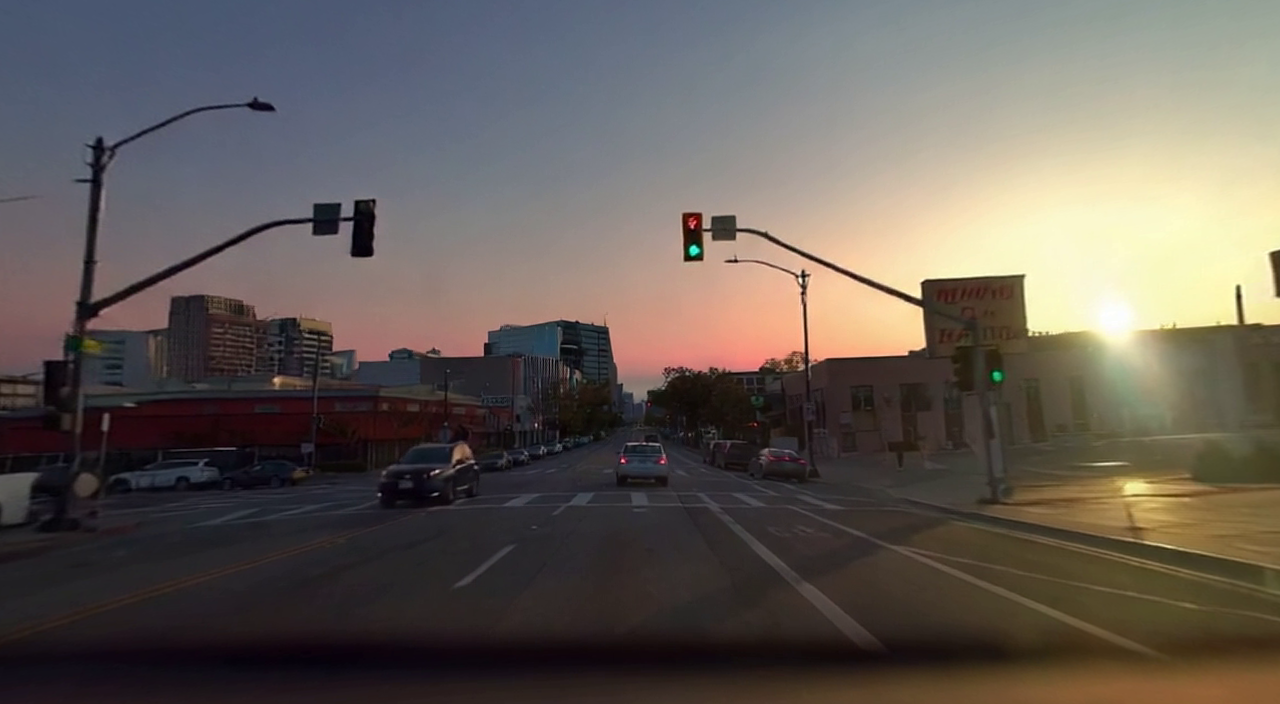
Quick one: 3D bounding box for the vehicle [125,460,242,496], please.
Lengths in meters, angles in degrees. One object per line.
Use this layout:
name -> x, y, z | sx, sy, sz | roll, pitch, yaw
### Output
vehicle -> -24.827, 6.865, 34.483 | 4.794, 1.825, 2.056 | 0, -8, 1

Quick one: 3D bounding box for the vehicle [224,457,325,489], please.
vehicle -> -19.852, 6.637, 34.453 | 4.212, 1.641, 1.935 | -1, -13, 2

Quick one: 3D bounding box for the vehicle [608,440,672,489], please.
vehicle -> -0.009, 3.973, 22.697 | 2.086, 1.575, 4.205 | 0, -8, 0

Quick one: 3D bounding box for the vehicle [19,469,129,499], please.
vehicle -> -30.833, 7.202, 34.504 | 4.323, 1.491, 1.758 | 0, -9, 2

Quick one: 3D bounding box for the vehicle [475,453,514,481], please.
vehicle -> -10.877, 8.613, 47.541 | 1.887, 1.576, 4.530 | -4, -6, -1

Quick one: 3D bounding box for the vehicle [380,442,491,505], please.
vehicle -> -5.988, 3.567, 19.082 | 1.918, 1.679, 4.209 | 0, -8, 0

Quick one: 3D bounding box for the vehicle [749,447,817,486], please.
vehicle -> 6.011, 4.830, 27.041 | 1.859, 1.470, 4.476 | 0, -8, 0
